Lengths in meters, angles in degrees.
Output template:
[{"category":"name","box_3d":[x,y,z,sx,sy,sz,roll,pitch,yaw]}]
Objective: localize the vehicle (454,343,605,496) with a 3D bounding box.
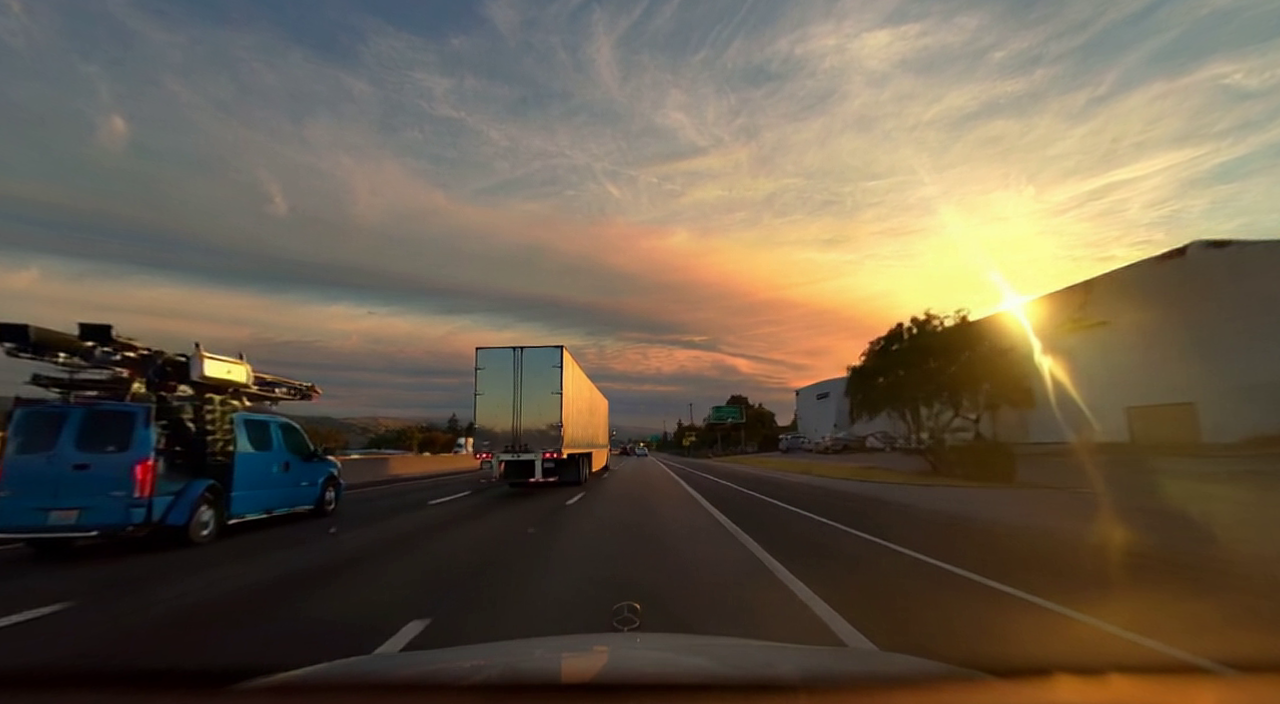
[{"category":"vehicle","box_3d":[-3.428,2.999,25.304,2.939,4.132,16.303,0,-8,1]}]

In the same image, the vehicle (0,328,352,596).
[{"category":"vehicle","box_3d":[-6.931,1.521,9.378,2.385,2.672,6.049,0,-8,0]}]
